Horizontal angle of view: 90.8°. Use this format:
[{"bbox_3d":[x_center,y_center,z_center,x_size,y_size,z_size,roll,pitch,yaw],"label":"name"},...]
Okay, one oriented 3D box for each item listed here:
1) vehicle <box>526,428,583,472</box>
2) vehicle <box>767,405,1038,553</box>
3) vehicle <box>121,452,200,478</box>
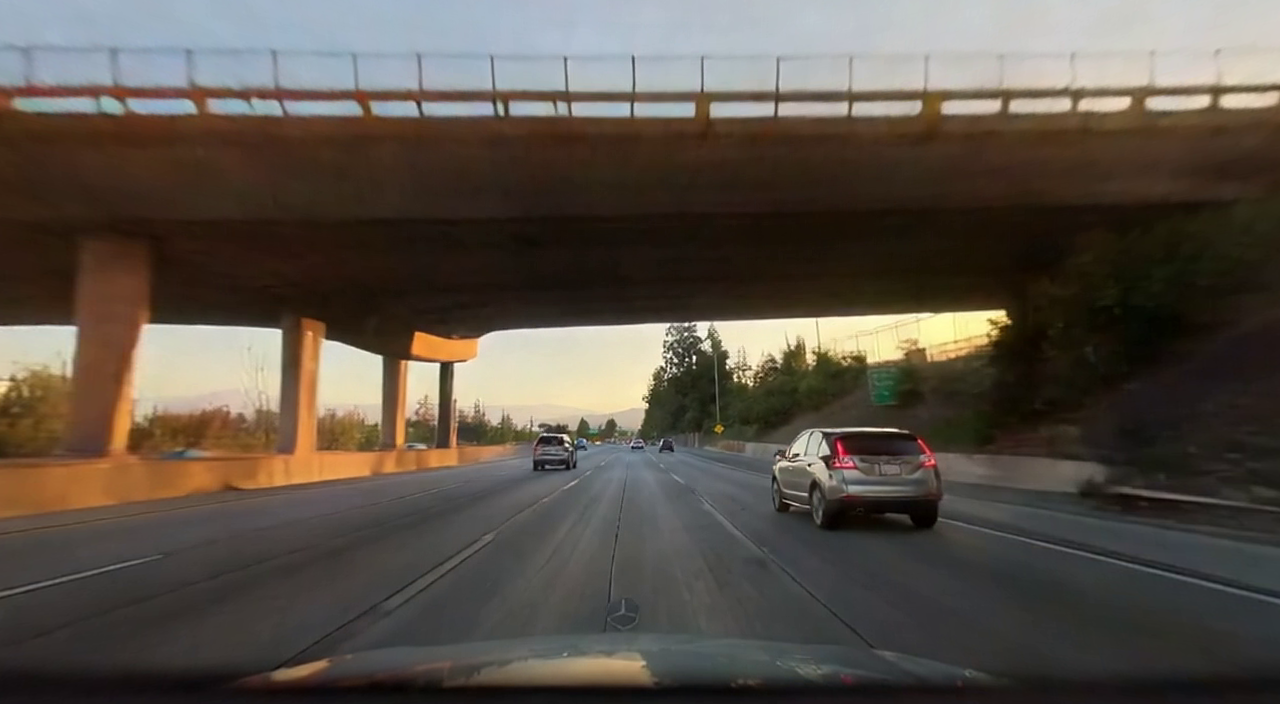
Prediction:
[{"bbox_3d":[-3.887,4.558,29.556,2.018,1.872,4.728,0,-9,0],"label":"vehicle"},{"bbox_3d":[3.617,1.851,9.885,2.185,1.749,4.477,0,-8,-2],"label":"vehicle"},{"bbox_3d":[-30.531,7.171,40.370,1.791,1.507,4.074,0,-9,0],"label":"vehicle"}]
